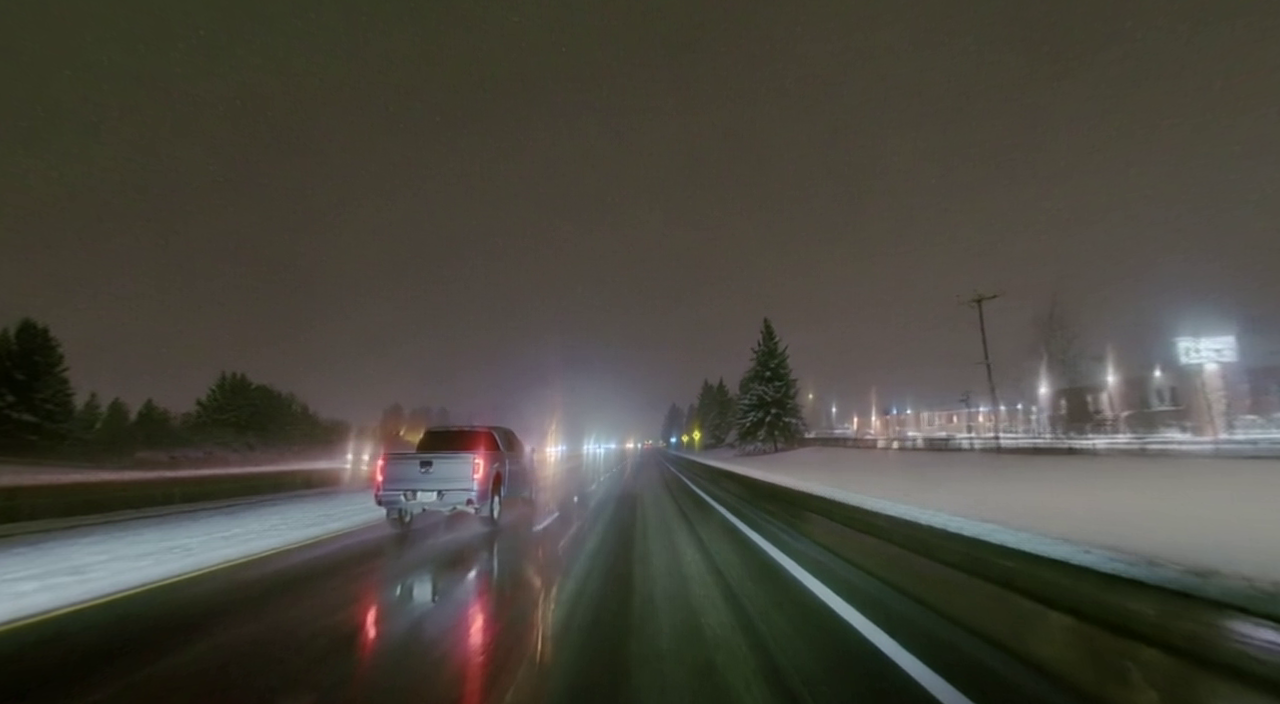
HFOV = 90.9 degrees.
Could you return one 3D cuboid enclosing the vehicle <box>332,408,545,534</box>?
[{"bbox_3d":[-3.555,2.262,12.635,2.350,1.932,5.562,0,-8,1],"label":"vehicle"}]
